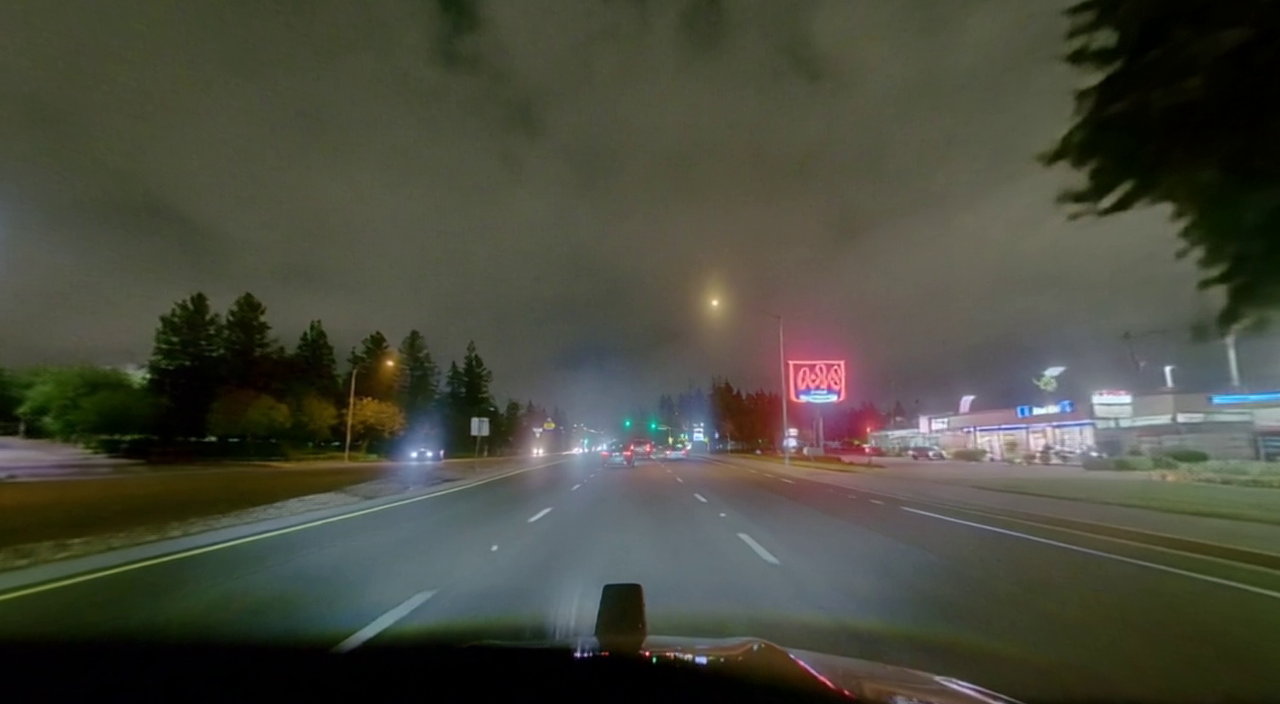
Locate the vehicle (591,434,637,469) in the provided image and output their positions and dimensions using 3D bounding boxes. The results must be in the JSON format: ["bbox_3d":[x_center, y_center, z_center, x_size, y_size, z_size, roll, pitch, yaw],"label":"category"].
[{"bbox_3d":[-1.418,5.827,36.967,2.222,1.899,5.006,0,-8,3],"label":"vehicle"}]
